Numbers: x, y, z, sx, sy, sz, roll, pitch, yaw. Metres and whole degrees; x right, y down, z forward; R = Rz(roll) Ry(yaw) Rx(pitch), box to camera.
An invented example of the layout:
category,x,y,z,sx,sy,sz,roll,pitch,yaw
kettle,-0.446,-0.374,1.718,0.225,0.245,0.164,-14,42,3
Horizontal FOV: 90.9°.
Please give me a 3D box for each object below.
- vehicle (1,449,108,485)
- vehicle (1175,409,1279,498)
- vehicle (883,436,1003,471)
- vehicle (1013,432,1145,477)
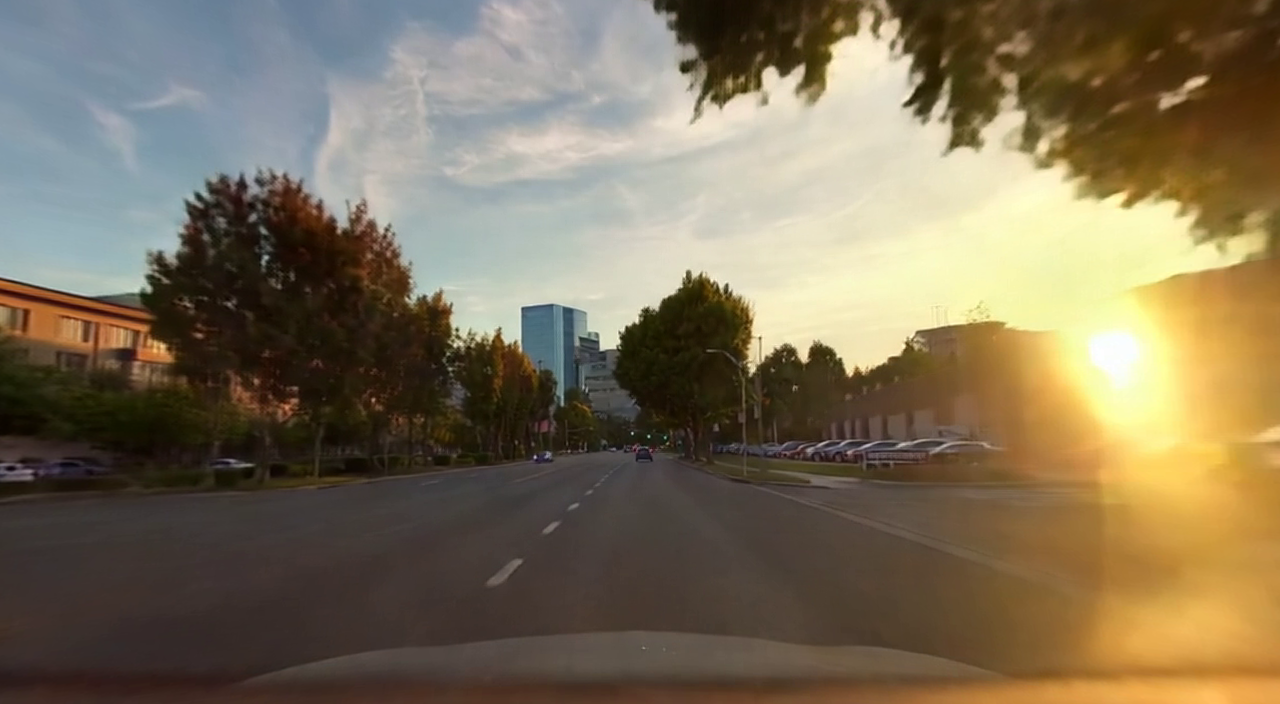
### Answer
category,x,y,z,sx,sy,sz,roll,pitch,yaw
vehicle,-38.650,7.574,41.736,4.529,2.241,2.471,0,-8,-1
vehicle,15.473,2.236,14.358,4.655,1.828,2.223,-1,-8,-6
vehicle,14.746,4.973,30.861,4.854,1.649,1.886,0,-9,-2
vehicle,18.785,4.400,27.349,1.991,1.682,4.877,-3,-8,-3
